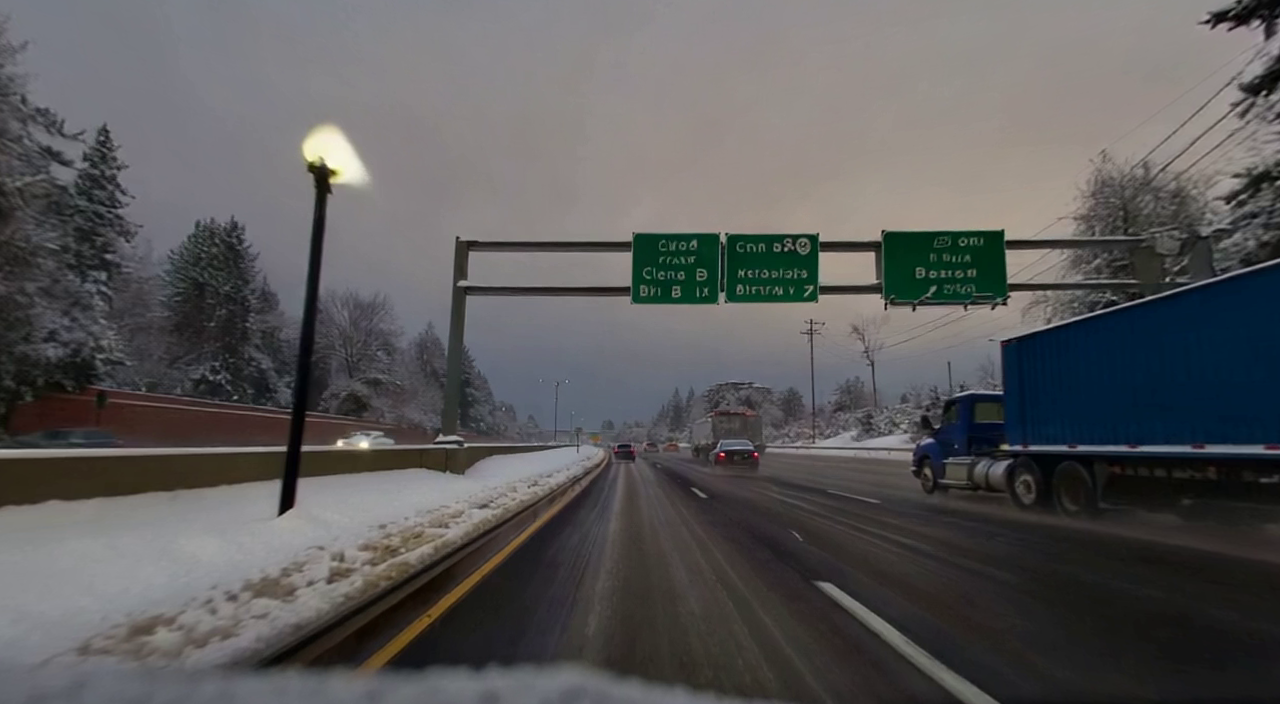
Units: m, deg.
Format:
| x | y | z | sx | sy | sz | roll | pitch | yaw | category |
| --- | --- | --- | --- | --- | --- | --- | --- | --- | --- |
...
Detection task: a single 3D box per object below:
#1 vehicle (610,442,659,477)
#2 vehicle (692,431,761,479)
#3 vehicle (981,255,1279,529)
| x | y | z | sx | sy | sz | roll | pitch | yaw | category |
| --- | --- | --- | --- | --- | --- | --- | --- | --- | --- |
| -0.274 | 4.868 | 28.883 | 2.083 | 1.477 | 3.965 | 0 | -9 | -1 | vehicle |
| 3.569 | 4.395 | 27.073 | 2.114 | 1.849 | 4.692 | 0 | -9 | -2 | vehicle |
| 11.229 | 0.660 | 10.012 | 2.914 | 4.134 | 15.553 | 0 | -9 | 0 | vehicle |
